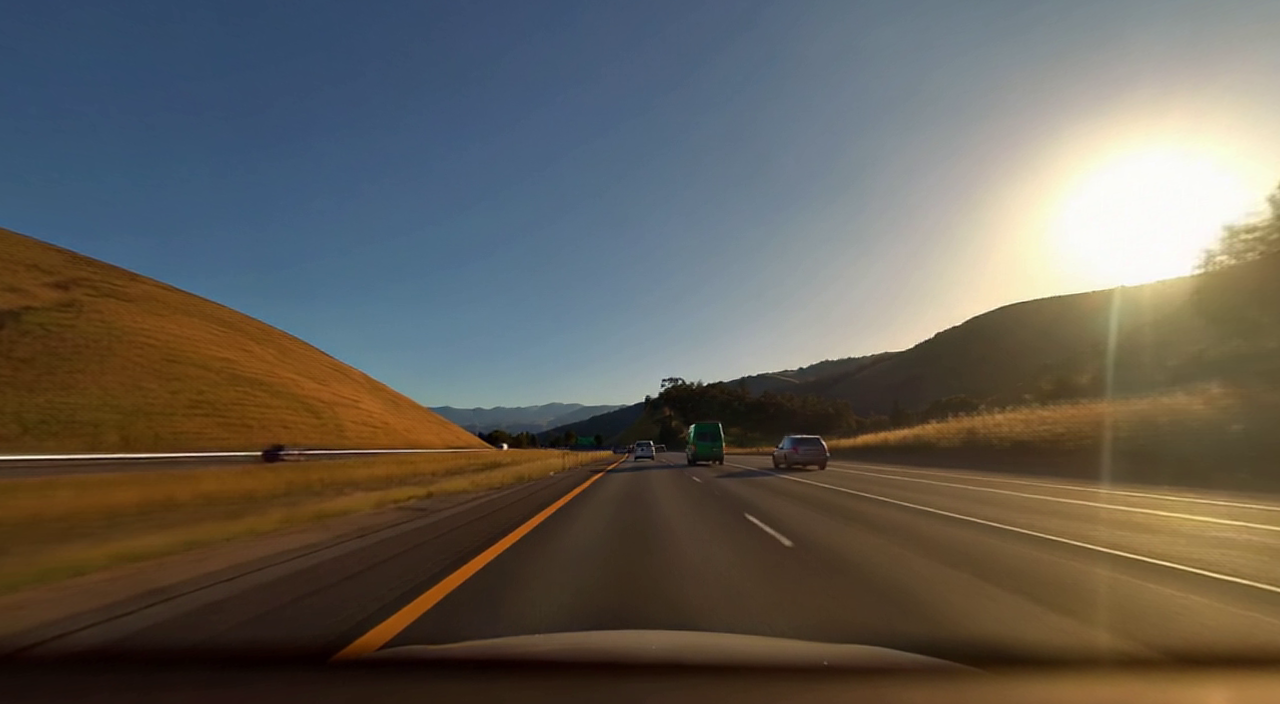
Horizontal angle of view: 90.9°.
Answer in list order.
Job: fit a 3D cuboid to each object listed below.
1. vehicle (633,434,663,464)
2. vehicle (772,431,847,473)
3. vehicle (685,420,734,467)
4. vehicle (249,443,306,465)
[{"bbox_3d":[0.530,7.275,47.311,2.131,2.122,4.473,0,-8,-1],"label":"vehicle"},{"bbox_3d":[8.188,4.888,31.031,2.240,1.925,4.854,0,-8,-1],"label":"vehicle"},{"bbox_3d":[4.156,5.651,38.900,2.302,2.670,6.176,0,-8,0],"label":"vehicle"},{"bbox_3d":[-28.196,7.924,49.246,1.838,1.598,4.428,0,-8,0],"label":"vehicle"}]
